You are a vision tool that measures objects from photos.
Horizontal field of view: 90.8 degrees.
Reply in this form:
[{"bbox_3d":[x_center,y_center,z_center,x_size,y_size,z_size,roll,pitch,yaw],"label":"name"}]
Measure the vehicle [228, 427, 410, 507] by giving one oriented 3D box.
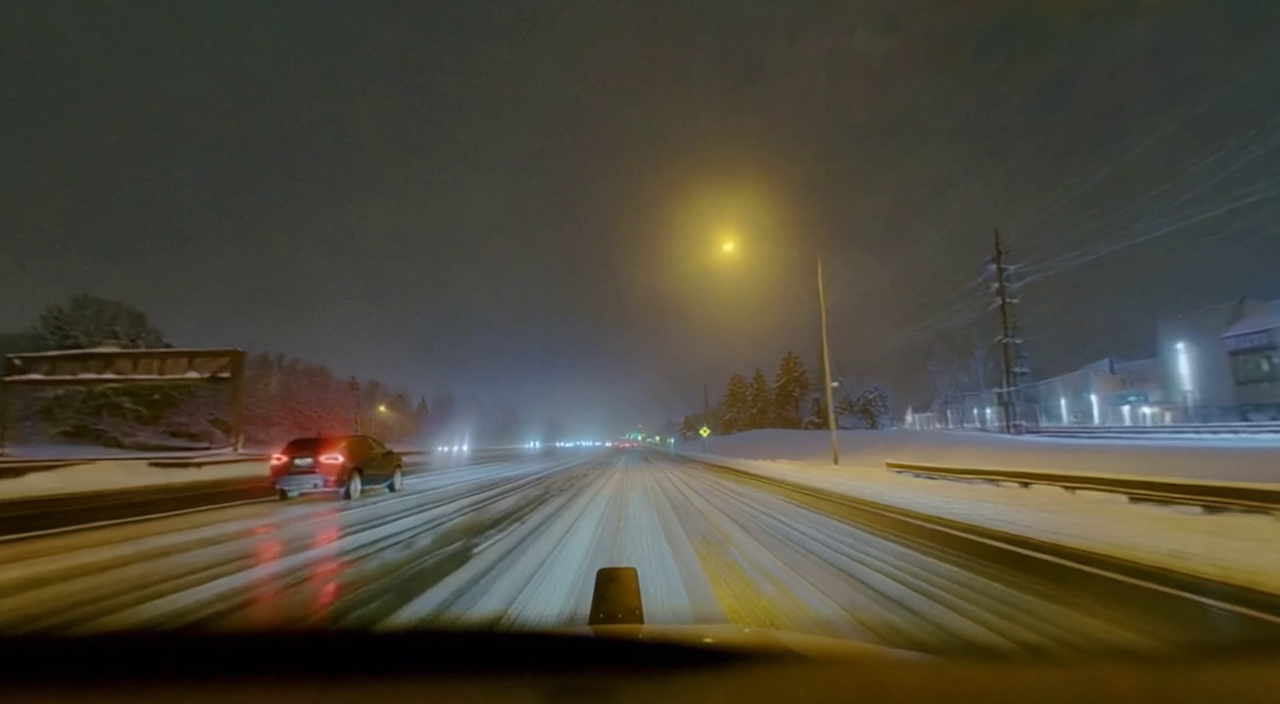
[{"bbox_3d":[-7.623,2.771,15.637,2.140,1.626,4.457,1,-9,0],"label":"vehicle"}]
